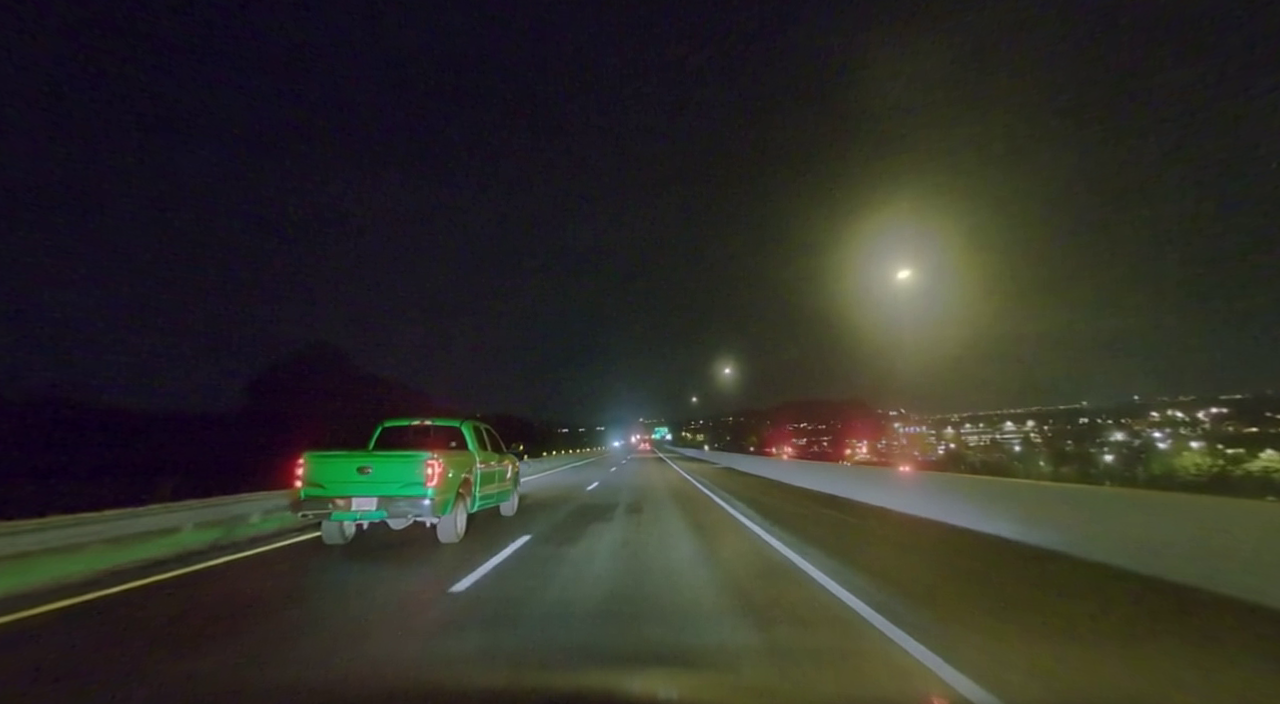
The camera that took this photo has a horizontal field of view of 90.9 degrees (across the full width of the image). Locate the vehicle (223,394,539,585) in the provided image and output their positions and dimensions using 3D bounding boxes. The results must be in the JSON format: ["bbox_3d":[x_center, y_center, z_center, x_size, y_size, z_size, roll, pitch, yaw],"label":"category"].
[{"bbox_3d":[-3.135,1.816,9.395,2.350,1.932,5.562,-1,-8,0],"label":"vehicle"}]
